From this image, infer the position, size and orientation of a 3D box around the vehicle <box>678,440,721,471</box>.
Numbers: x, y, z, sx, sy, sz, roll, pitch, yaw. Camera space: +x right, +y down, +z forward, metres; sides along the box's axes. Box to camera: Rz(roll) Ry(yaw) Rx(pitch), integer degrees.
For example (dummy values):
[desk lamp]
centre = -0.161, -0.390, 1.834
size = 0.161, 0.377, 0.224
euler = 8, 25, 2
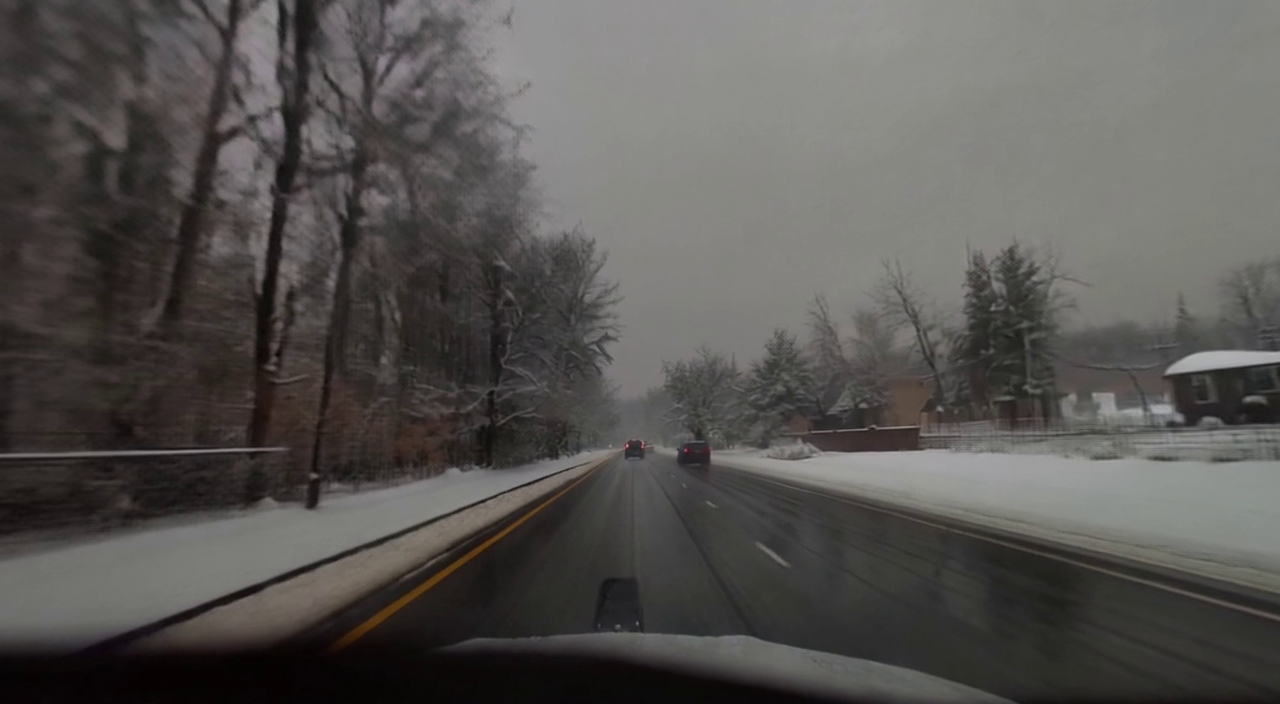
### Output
[vehicle]
centre = 3.259, 5.770, 35.492
size = 1.888, 1.640, 4.044
euler = 0, -8, -2
